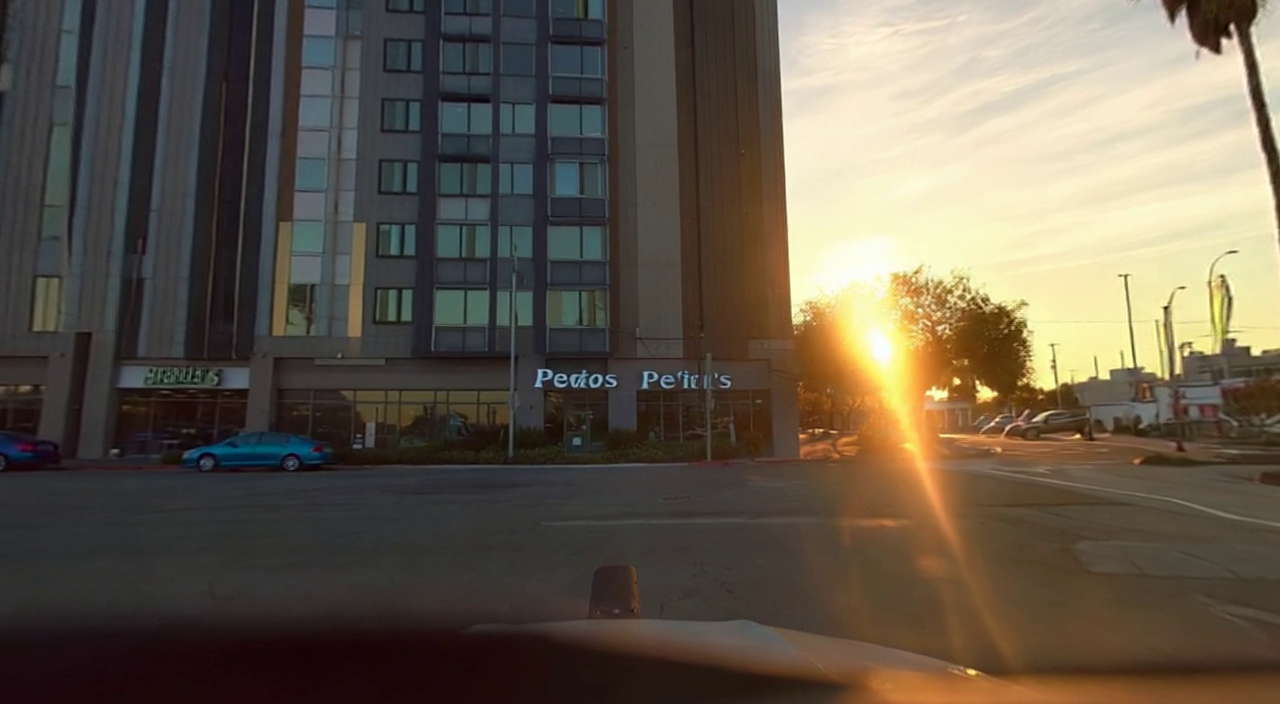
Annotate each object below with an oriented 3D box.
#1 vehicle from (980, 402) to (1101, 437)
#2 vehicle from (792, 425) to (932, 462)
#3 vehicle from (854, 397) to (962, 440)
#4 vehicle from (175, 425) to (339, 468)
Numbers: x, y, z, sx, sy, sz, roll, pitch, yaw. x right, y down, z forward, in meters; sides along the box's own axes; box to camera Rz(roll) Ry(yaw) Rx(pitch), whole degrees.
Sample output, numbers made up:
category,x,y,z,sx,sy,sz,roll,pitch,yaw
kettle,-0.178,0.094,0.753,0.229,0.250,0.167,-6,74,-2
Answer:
category,x,y,z,sx,sy,sz,roll,pitch,yaw
vehicle,28.450,4.845,45.033,7.026,2.329,2.545,1,-6,-4
vehicle,8.581,3.556,24.595,4.782,1.371,1.763,1,-9,-5
vehicle,16.189,4.064,38.366,5.524,2.504,2.196,0,-8,-3
vehicle,-13.969,3.460,23.229,4.857,1.497,1.811,0,-9,1
